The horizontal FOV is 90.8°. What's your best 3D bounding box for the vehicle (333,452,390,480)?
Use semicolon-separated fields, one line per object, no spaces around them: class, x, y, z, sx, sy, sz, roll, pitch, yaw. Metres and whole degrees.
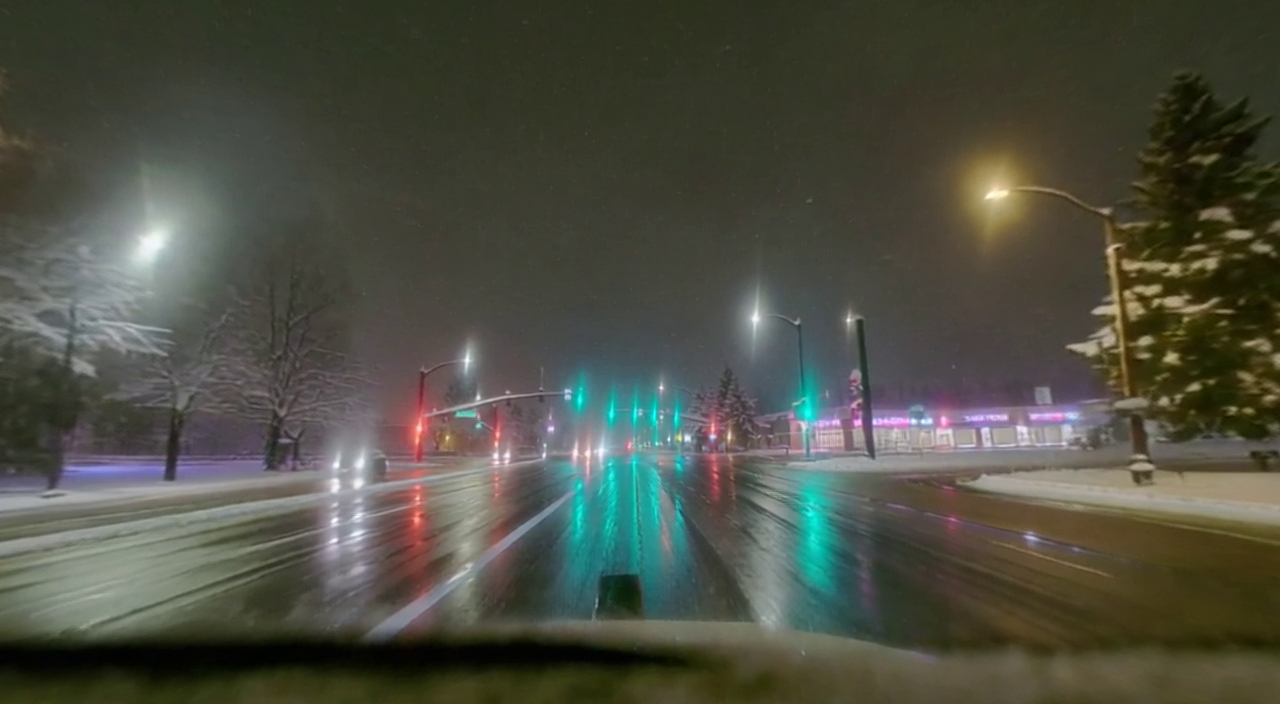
vehicle;-16.204;6.619;37.048;1.930;1.473;4.480;1;-8;-9
